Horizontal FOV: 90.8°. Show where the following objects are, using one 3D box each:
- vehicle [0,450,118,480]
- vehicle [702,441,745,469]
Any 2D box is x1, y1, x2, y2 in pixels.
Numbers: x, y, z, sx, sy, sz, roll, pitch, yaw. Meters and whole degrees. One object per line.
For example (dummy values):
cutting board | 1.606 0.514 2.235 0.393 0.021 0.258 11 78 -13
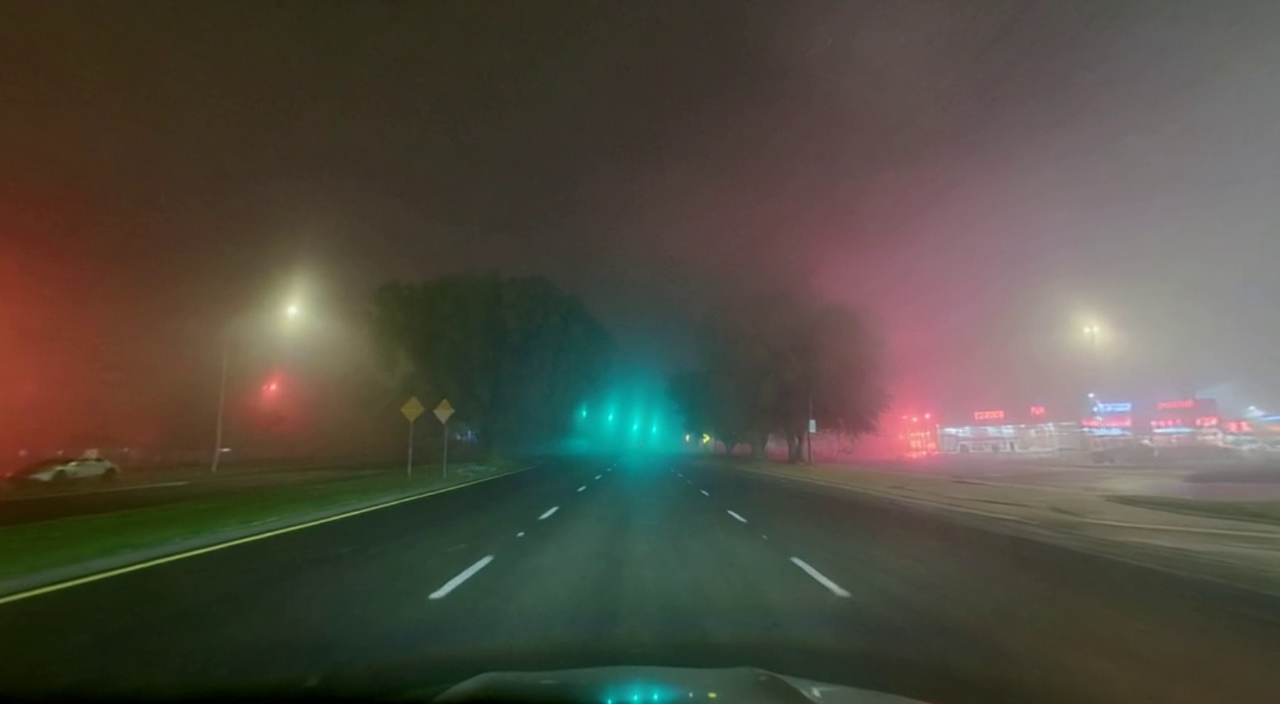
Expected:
vehicle | -30.440 5.925 33.089 4.341 1.465 2.304 -2 -9 9
vehicle | 6.285 7.845 48.366 2.347 1.963 5.940 0 -8 -1
